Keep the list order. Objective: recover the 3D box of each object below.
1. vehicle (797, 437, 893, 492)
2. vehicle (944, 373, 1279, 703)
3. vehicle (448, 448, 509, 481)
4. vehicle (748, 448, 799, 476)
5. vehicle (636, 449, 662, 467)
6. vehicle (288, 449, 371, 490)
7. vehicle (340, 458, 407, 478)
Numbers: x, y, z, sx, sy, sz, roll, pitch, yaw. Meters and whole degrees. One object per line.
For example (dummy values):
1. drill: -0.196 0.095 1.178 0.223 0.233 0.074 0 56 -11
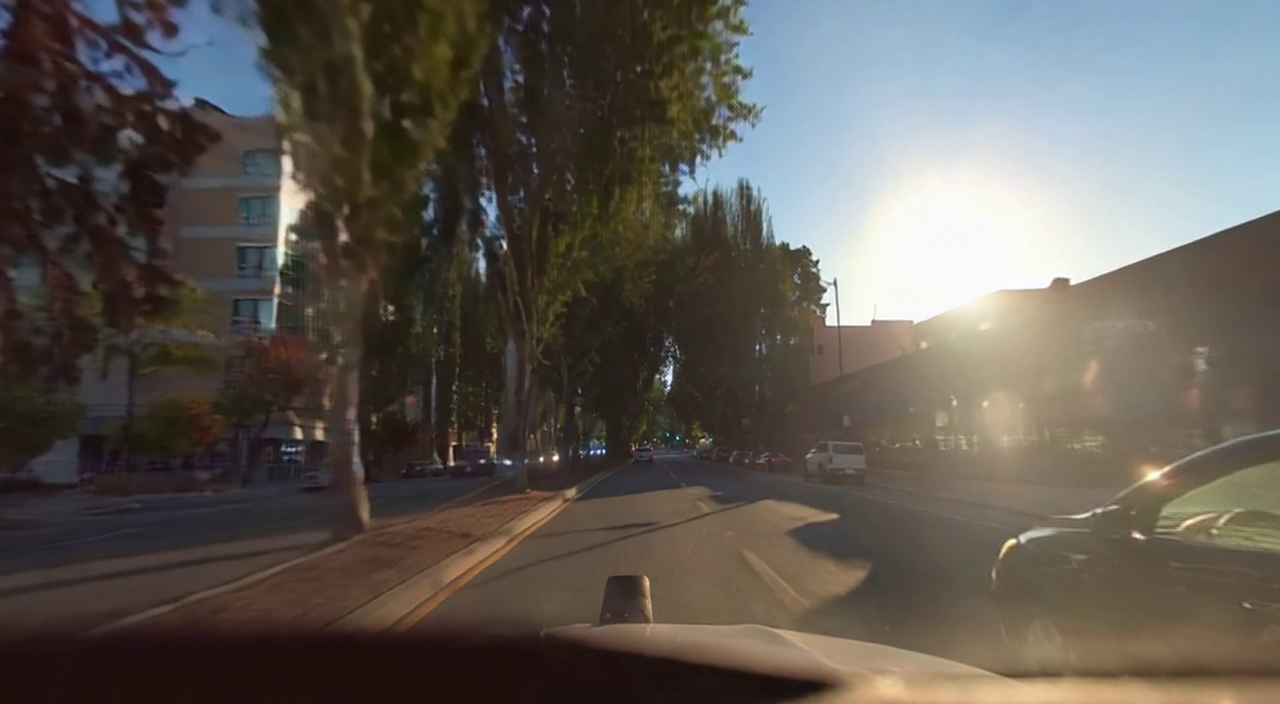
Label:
1. vehicle: 7.496 4.136 23.560 2.050 1.838 4.535 0 -9 0
2. vehicle: 2.835 0.804 1.726 1.989 1.498 4.050 0 -9 0
3. vehicle: -8.240 5.756 32.533 1.904 1.537 4.618 0 -9 0
4. vehicle: 7.576 6.268 36.216 1.874 1.438 4.466 0 -9 -1
5. vehicle: 0.667 8.236 49.245 1.945 1.343 3.827 0 -9 0
6. vehicle: -15.877 6.012 32.554 1.972 1.898 4.556 0 -9 0
7. vehicle: -20.484 8.904 48.562 4.336 1.441 1.813 -1 -9 5
